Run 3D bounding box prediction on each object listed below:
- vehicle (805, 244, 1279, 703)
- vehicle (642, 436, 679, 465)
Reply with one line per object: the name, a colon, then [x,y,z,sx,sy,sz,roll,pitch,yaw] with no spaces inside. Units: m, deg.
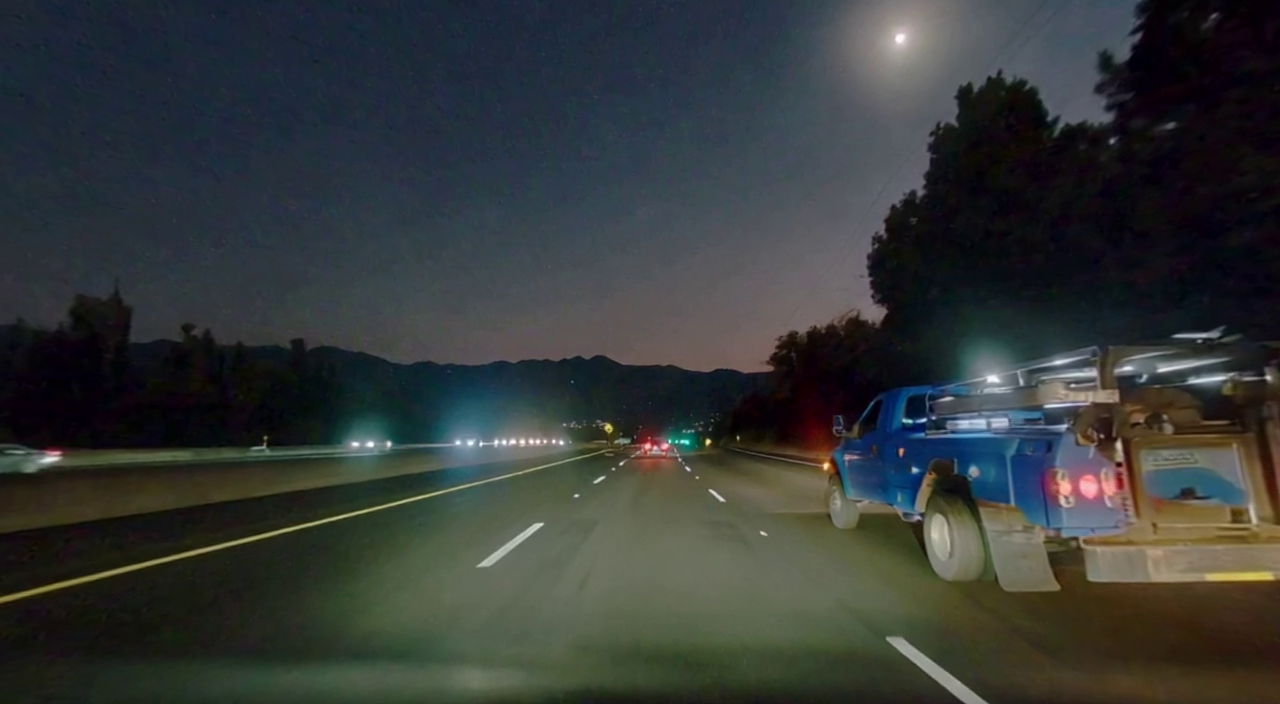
vehicle: [3.673,1.076,5.872,2.538,2.228,6.370,0,-9,0]
vehicle: [1.143,5.750,36.677,2.034,1.549,4.147,0,-9,1]
